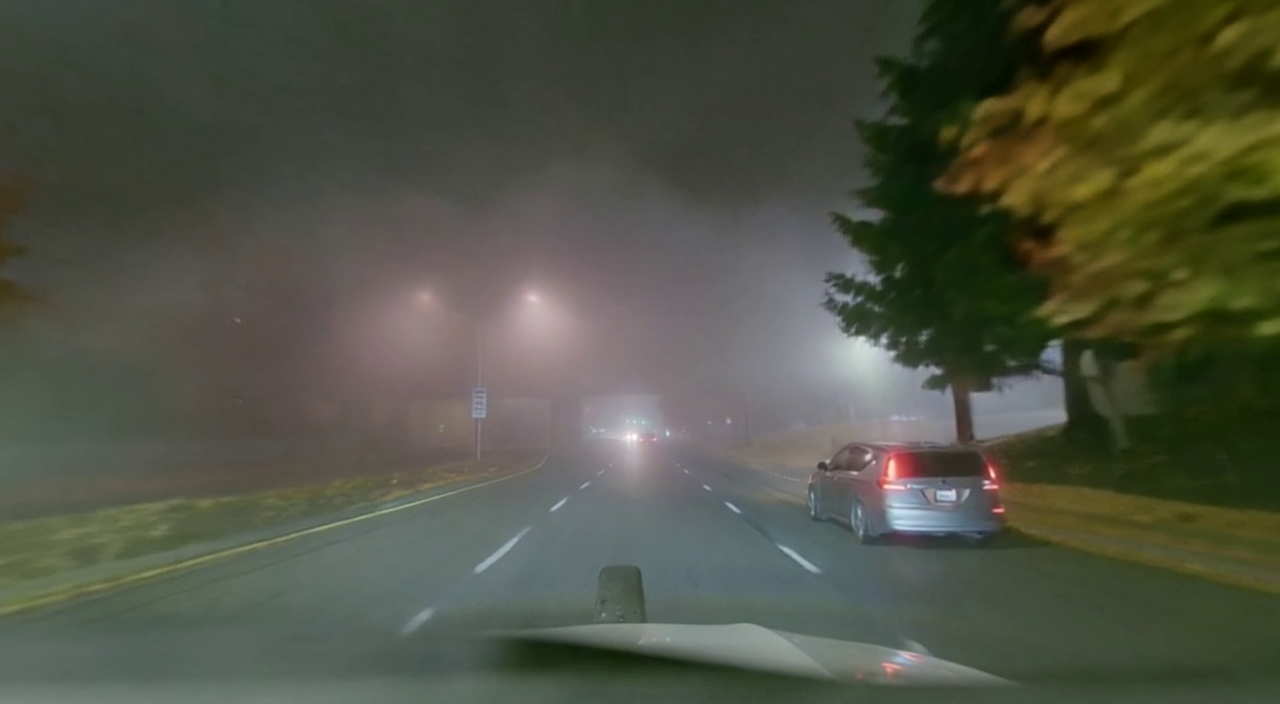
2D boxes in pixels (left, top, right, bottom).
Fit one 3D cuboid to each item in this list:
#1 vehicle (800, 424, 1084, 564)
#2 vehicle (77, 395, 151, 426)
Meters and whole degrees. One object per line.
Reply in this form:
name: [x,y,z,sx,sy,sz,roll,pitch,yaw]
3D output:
vehicle: [3.939,1.927,9.303,2.063,1.542,4.420,-1,-9,1]
vehicle: [-39.063,4.448,46.947,2.058,1.936,5.826,2,-9,-18]
